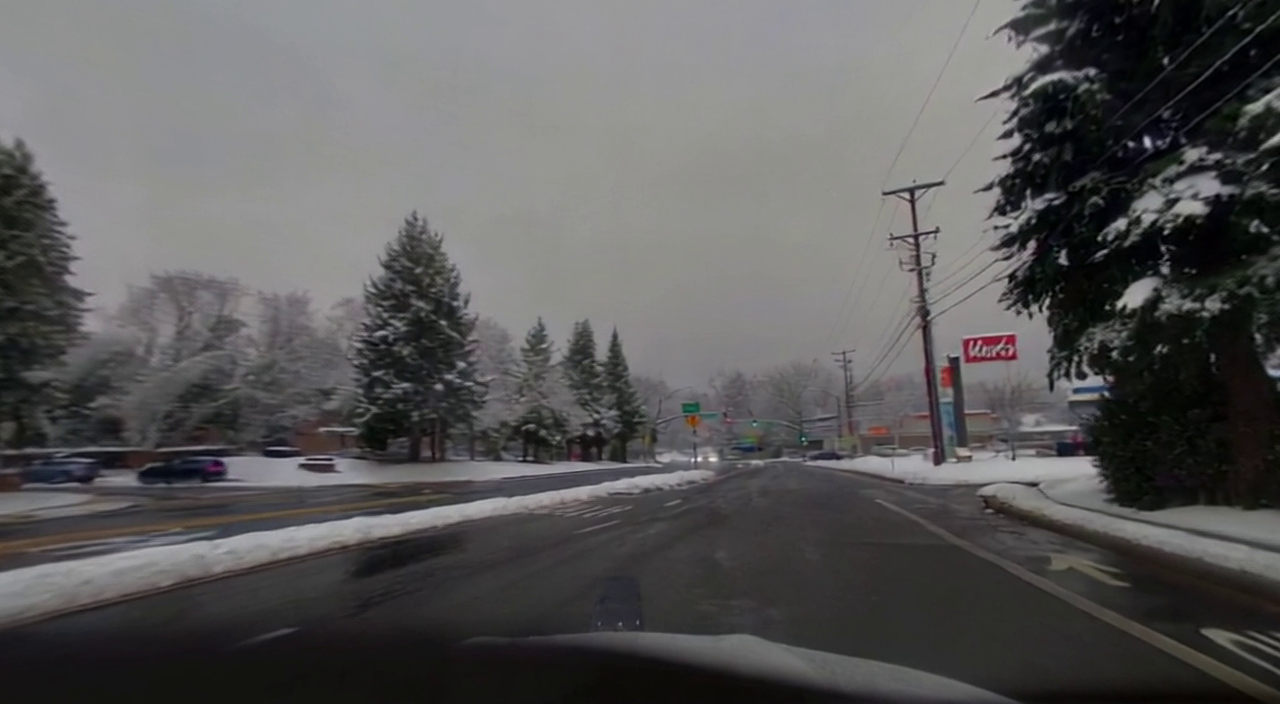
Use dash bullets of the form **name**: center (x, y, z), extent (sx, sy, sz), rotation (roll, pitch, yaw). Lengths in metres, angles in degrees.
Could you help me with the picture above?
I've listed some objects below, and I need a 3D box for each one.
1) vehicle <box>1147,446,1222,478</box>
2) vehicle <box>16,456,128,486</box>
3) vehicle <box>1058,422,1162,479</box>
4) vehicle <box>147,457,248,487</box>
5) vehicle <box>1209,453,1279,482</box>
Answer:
- **vehicle**: center (37.461, 7.621, 43.604), extent (2.140, 1.823, 4.721), rotation (2, -12, 17)
- **vehicle**: center (-32.655, 6.823, 36.379), extent (4.538, 1.545, 2.021), rotation (0, -8, 2)
- **vehicle**: center (26.690, 5.605, 36.218), extent (2.642, 2.930, 5.826), rotation (-2, -8, 15)
- **vehicle**: center (-24.658, 6.649, 35.245), extent (4.353, 1.486, 1.991), rotation (-1, -8, 10)
- **vehicle**: center (34.288, 6.384, 35.211), extent (2.113, 1.461, 3.997), rotation (-2, -8, 14)
